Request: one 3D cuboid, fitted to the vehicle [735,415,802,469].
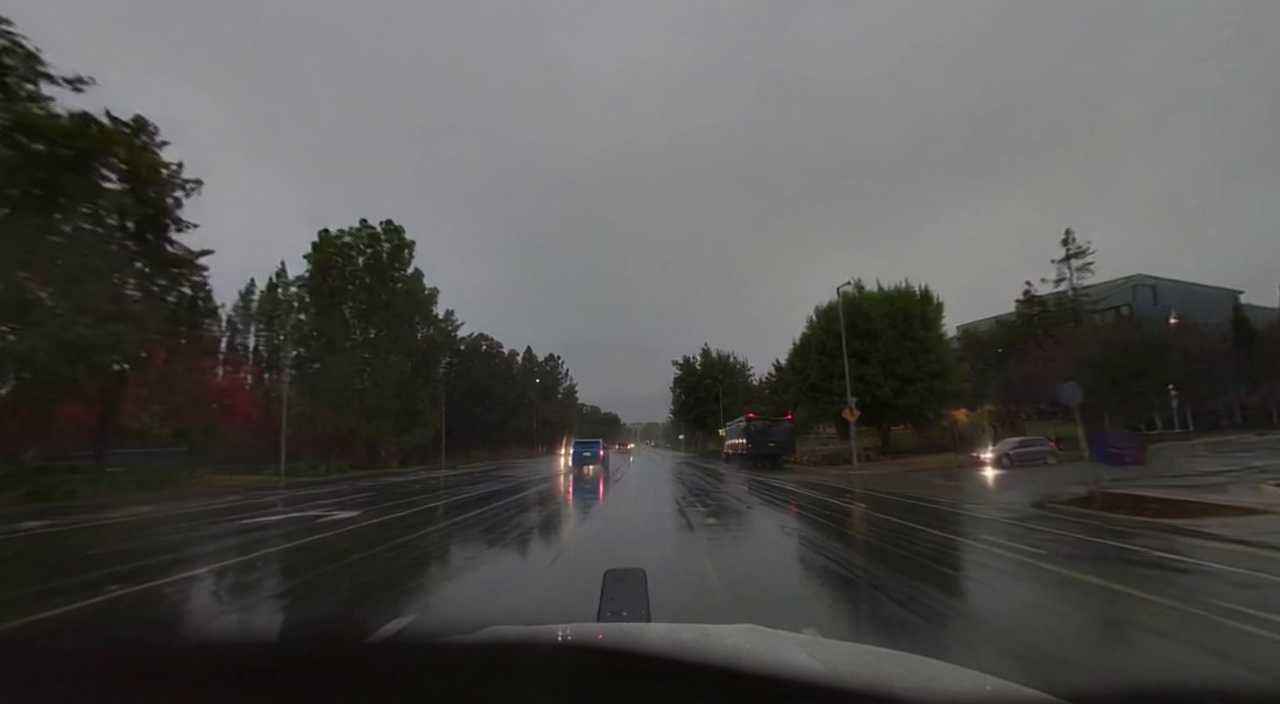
[{"bbox_3d":[8.154,5.829,40.891,3.101,3.161,6.513,0,-8,1],"label":"vehicle"}]

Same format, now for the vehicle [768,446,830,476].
[{"bbox_3d":[8.118,5.598,32.701,1.976,1.445,4.909,0,-8,0],"label":"vehicle"}]

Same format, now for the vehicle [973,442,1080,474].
[{"bbox_3d":[19.660,5.364,32.209,1.864,1.523,4.176,5,-10,-30],"label":"vehicle"}]

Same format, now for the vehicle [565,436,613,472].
[{"bbox_3d":[-2.719,5.561,34.634,2.179,1.851,4.756,0,-8,1],"label":"vehicle"}]
